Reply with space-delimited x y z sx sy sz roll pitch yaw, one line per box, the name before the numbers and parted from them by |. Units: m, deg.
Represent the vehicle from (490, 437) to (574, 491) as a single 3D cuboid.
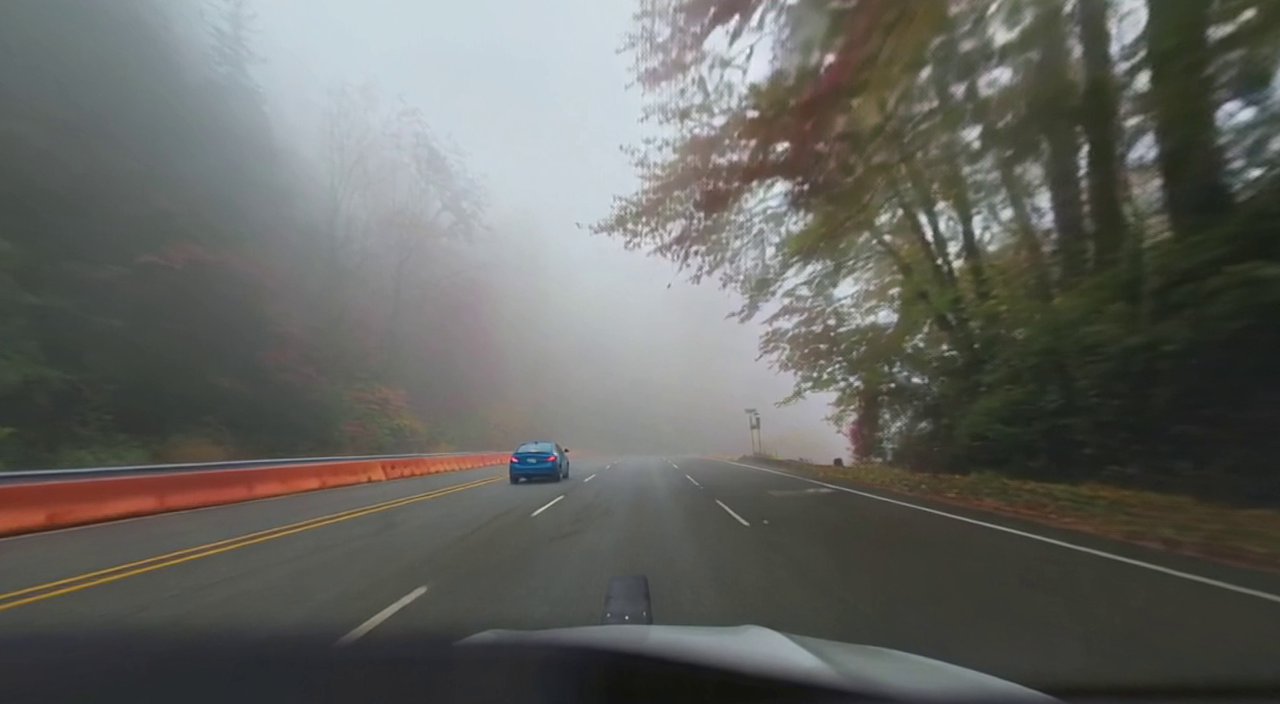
vehicle | -3.274 3.466 19.869 1.902 1.505 4.016 0 -8 1
